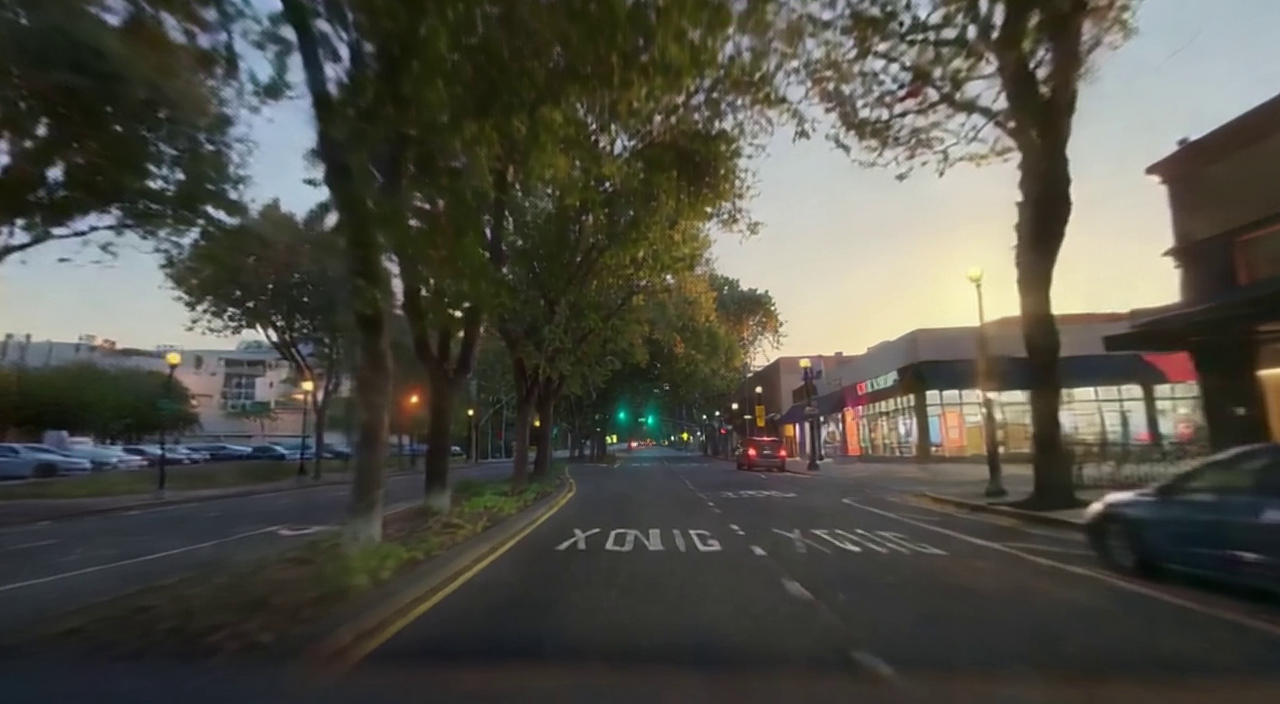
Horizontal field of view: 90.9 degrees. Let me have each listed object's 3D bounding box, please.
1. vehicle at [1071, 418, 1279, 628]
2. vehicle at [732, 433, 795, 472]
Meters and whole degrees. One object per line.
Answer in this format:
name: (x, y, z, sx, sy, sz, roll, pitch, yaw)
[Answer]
vehicle: (5.787, 1.229, 4.385, 2.088, 1.543, 4.964, 0, -8, 1)
vehicle: (6.412, 5.279, 33.324, 2.112, 1.894, 4.910, 0, -8, -3)
